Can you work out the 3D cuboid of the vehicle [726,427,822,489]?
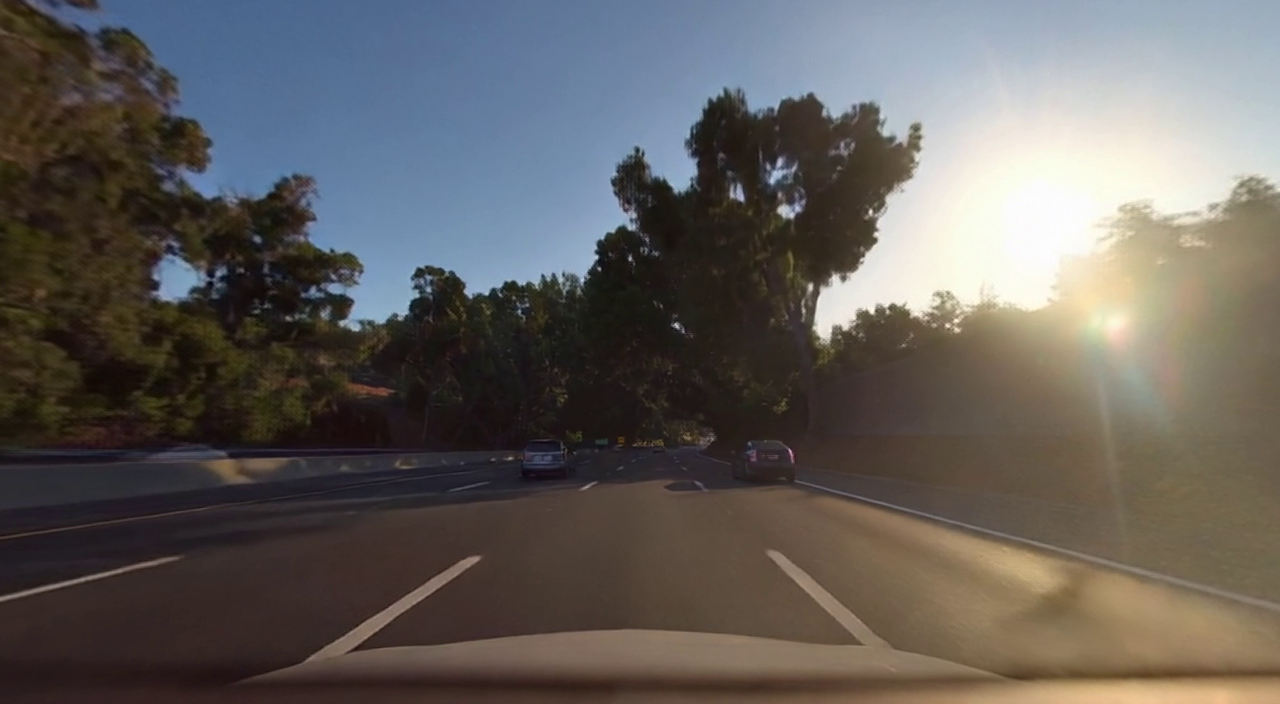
[{"bbox_3d":[4.191,3.397,20.448,2.149,1.796,4.487,0,-8,0],"label":"vehicle"}]

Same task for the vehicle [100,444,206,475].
[{"bbox_3d":[-25.034,5.508,32.506,1.801,1.472,4.519,0,-8,2],"label":"vehicle"}]

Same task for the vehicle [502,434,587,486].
[{"bbox_3d":[-3.174,3.695,21.818,2.166,1.608,4.297,0,-8,2],"label":"vehicle"}]
